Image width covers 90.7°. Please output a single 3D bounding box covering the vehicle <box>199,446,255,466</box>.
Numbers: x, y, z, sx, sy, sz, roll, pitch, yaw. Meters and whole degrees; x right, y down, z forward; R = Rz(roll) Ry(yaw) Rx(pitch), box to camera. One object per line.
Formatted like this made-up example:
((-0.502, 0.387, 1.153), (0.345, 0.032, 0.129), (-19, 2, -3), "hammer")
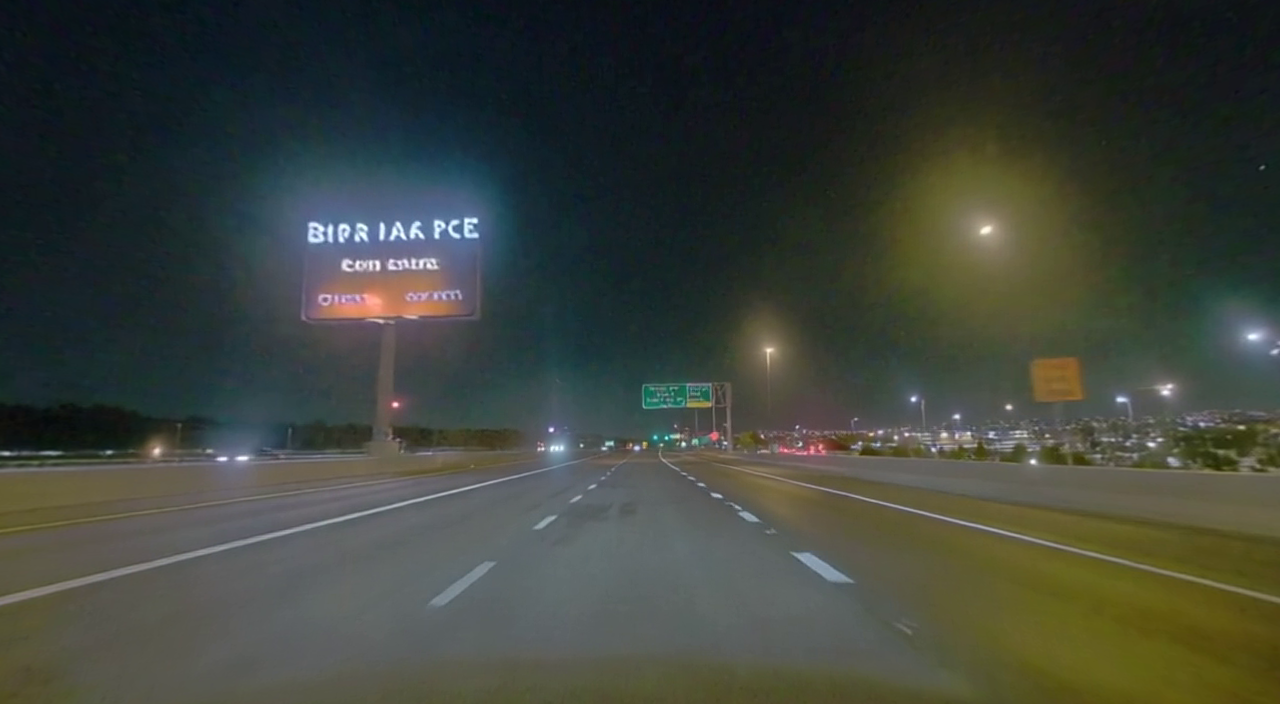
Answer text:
((-32.183, 8.117, 49.432), (1.728, 1.454, 3.858), (0, -8, 0), "vehicle")
